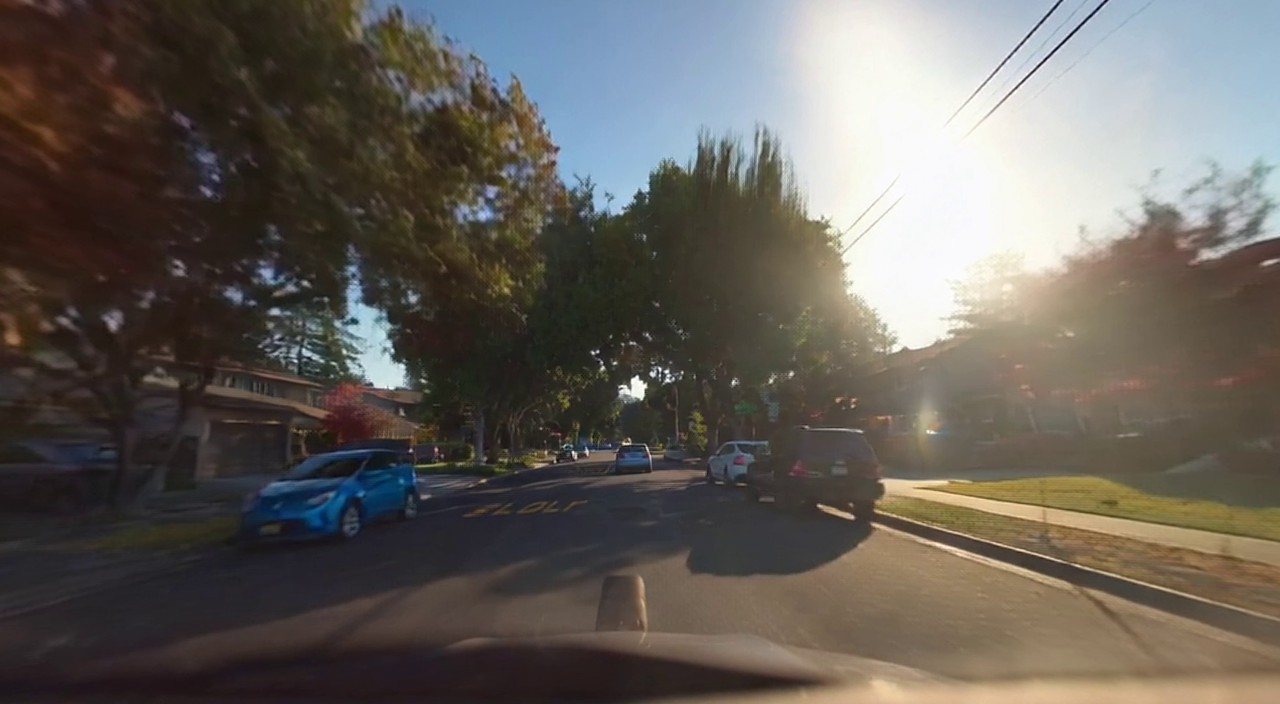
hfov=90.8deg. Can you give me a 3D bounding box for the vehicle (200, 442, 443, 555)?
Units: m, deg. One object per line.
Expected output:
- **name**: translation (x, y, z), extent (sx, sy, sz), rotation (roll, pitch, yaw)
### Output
- **vehicle**: translation (-5.319, 2.439, 11.421), extent (1.984, 1.498, 4.508), rotation (-3, -8, 2)

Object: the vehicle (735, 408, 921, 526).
- **vehicle**: translation (3.533, 2.297, 13.143), extent (2.221, 1.960, 4.927), rotation (0, -8, -1)

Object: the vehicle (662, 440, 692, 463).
- **vehicle**: translation (2.863, 7.757, 49.324), extent (1.978, 1.690, 4.306), rotation (0, -8, -1)

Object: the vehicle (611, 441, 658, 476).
- **vehicle**: translation (-0.276, 4.840, 28.987), extent (2.000, 1.449, 4.006), rotation (0, -8, -1)
